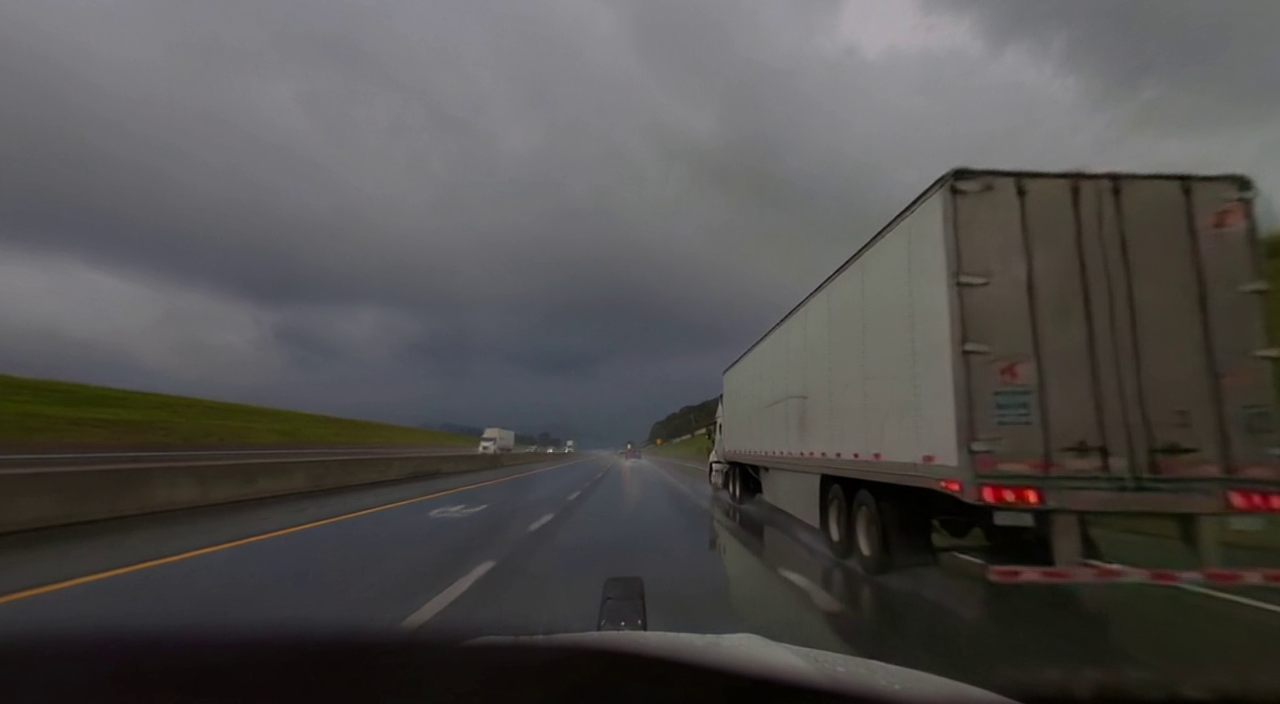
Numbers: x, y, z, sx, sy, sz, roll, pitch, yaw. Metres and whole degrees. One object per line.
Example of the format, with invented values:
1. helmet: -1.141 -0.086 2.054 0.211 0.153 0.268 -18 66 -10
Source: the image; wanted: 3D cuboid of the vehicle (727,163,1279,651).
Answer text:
1. vehicle: 3.820 1.208 10.453 2.876 3.586 11.726 0 -9 -1
